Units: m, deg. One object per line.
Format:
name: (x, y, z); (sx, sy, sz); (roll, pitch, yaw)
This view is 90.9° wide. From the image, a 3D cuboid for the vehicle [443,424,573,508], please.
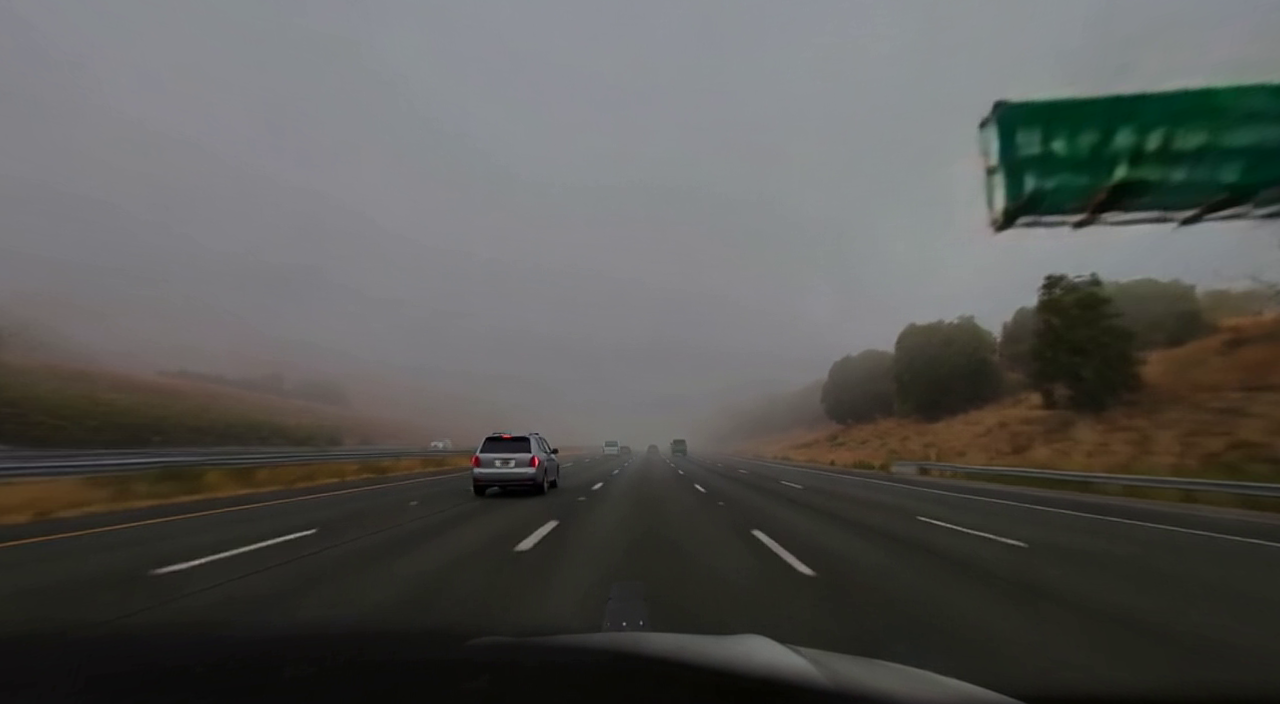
vehicle: (-3.186, 2.909, 16.456); (2.218, 1.848, 4.789); (0, -9, 2)
